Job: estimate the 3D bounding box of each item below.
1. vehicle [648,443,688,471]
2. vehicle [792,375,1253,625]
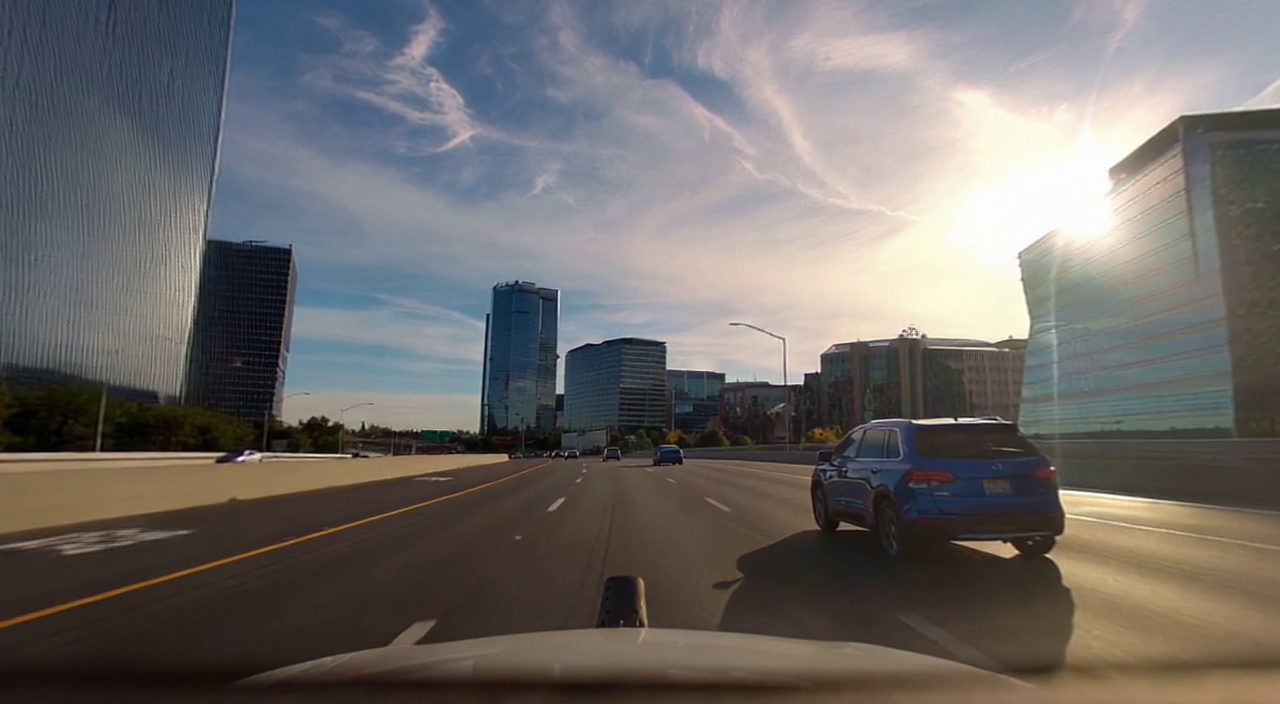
[{"bbox_3d":[1.818,7.112,43.044,2.110,1.780,4.682,1,-9,-5],"label":"vehicle"},{"bbox_3d":[3.375,1.410,6.938,2.182,1.826,4.392,0,-9,-2],"label":"vehicle"}]
